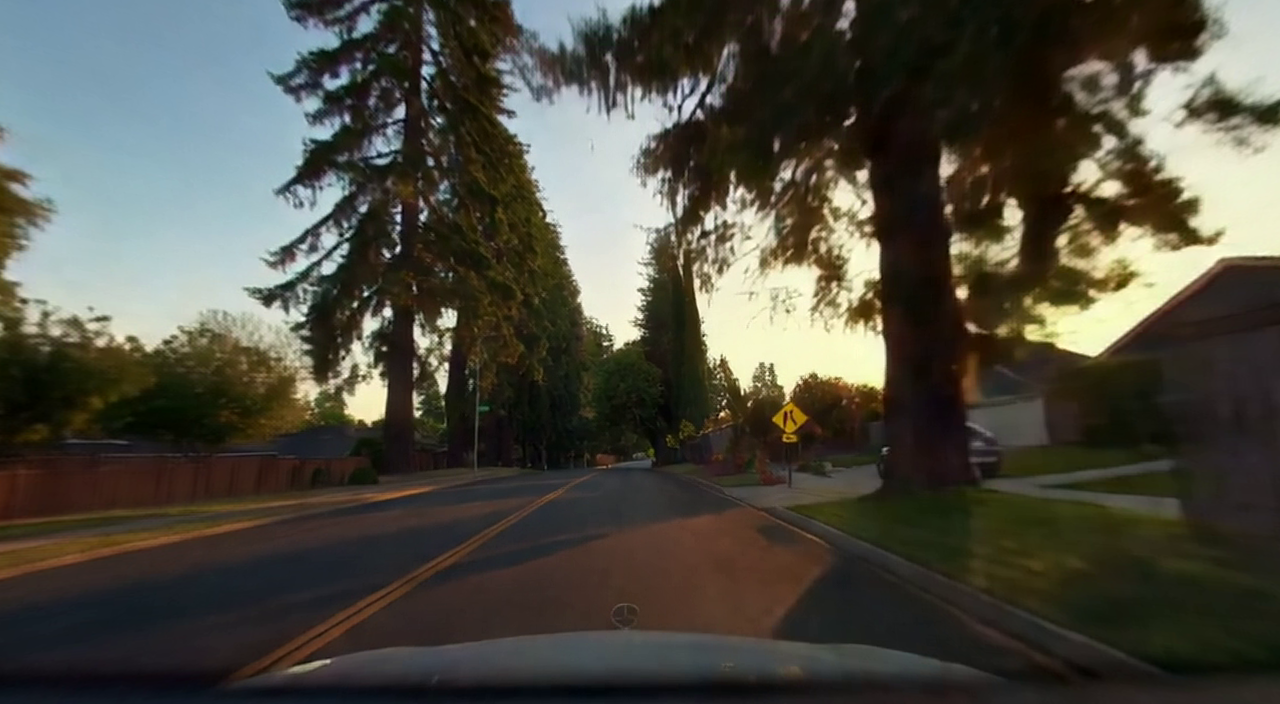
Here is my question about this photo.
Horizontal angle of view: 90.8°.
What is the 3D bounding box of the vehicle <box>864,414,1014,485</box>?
[{"bbox_3d":[9.771,3.282,21.435,2.335,2.028,6.172,0,-9,3],"label":"vehicle"}]
